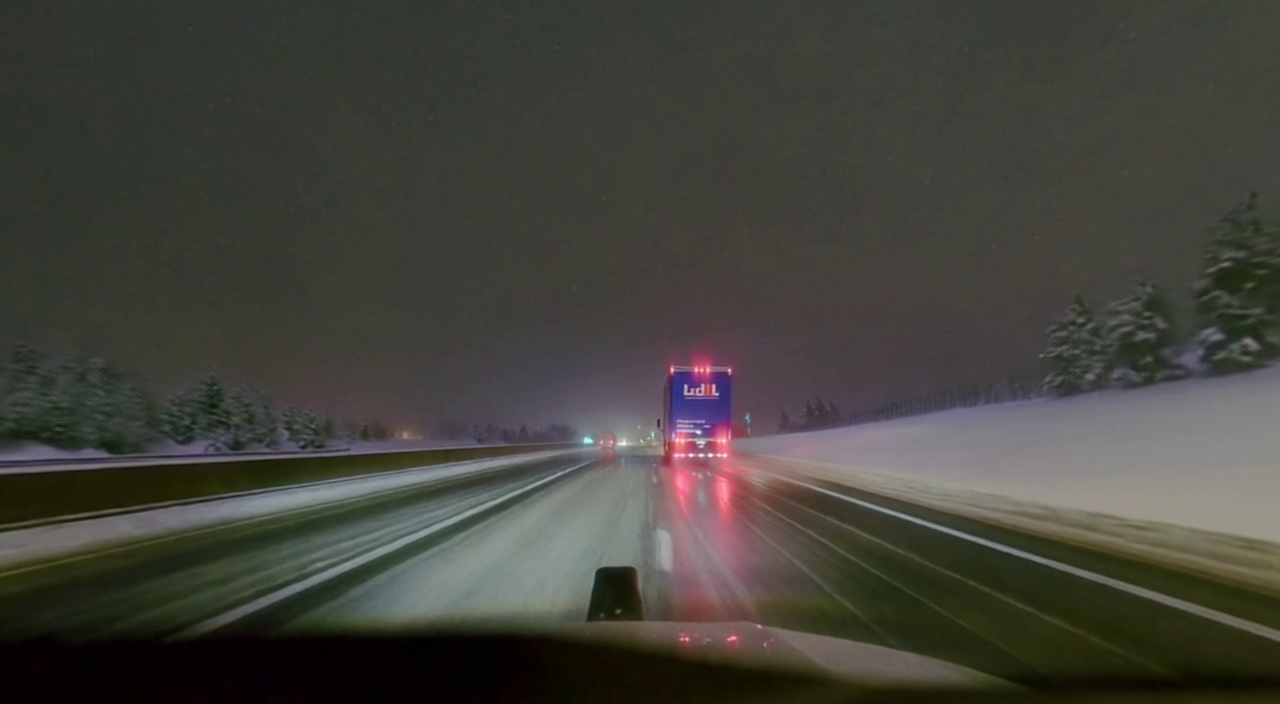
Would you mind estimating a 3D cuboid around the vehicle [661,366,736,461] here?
[{"bbox_3d":[2.842,3.714,35.268,3.034,4.194,14.704,0,-8,1],"label":"vehicle"}]
